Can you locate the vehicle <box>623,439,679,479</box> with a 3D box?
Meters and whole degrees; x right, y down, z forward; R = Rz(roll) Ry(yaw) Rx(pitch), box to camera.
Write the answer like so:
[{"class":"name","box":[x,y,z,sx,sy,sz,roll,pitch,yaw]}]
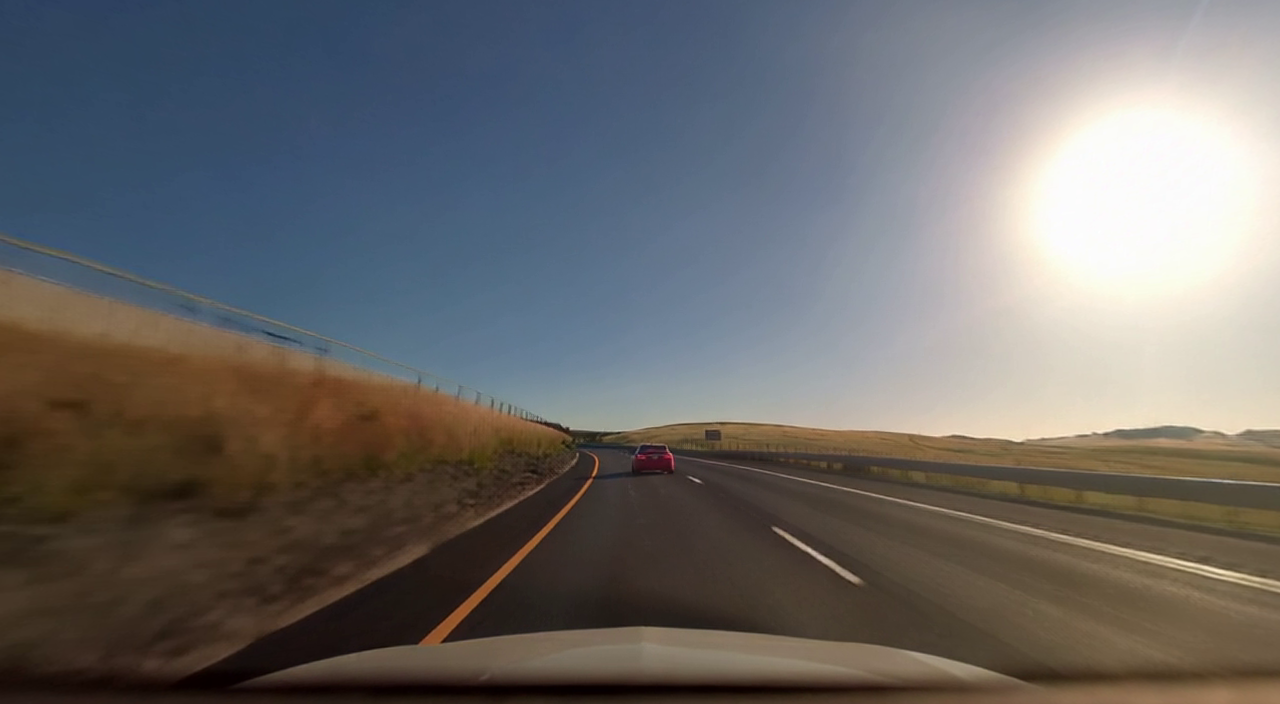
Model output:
[{"class":"vehicle","box":[0.364,4.328,25.719,2.029,1.474,4.183,0,-8,-2]}]
